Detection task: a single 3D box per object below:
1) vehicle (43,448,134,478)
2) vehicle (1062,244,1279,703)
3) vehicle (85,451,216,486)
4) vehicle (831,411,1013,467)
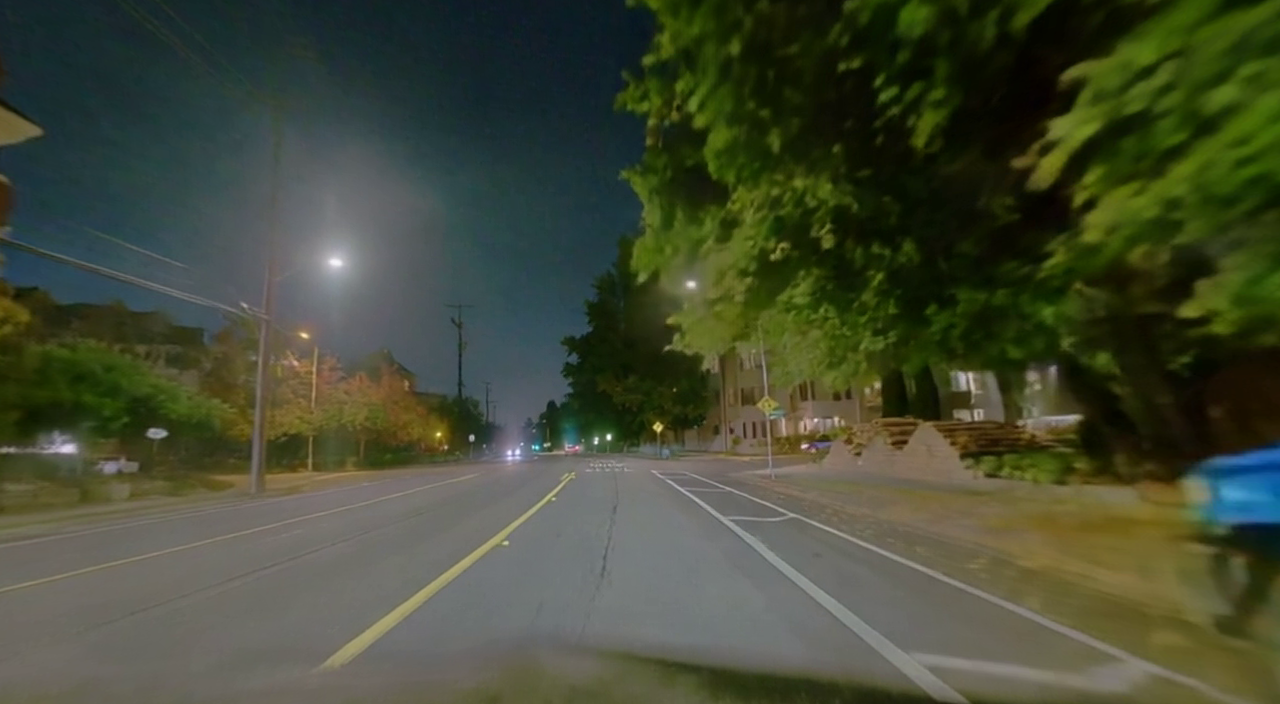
[{"bbox_3d":[-41.548,8.327,47.805,2.216,2.031,5.521,1,-8,-5],"label":"vehicle"},{"bbox_3d":[4.435,0.376,0.548,2.794,2.437,7.684,0,-8,0],"label":"vehicle"},{"bbox_3d":[-26.504,6.306,34.398,5.067,1.792,2.217,1,-8,-10],"label":"vehicle"},{"bbox_3d":[10.956,3.438,24.940,5.949,2.092,2.570,0,-8,-3],"label":"vehicle"}]
